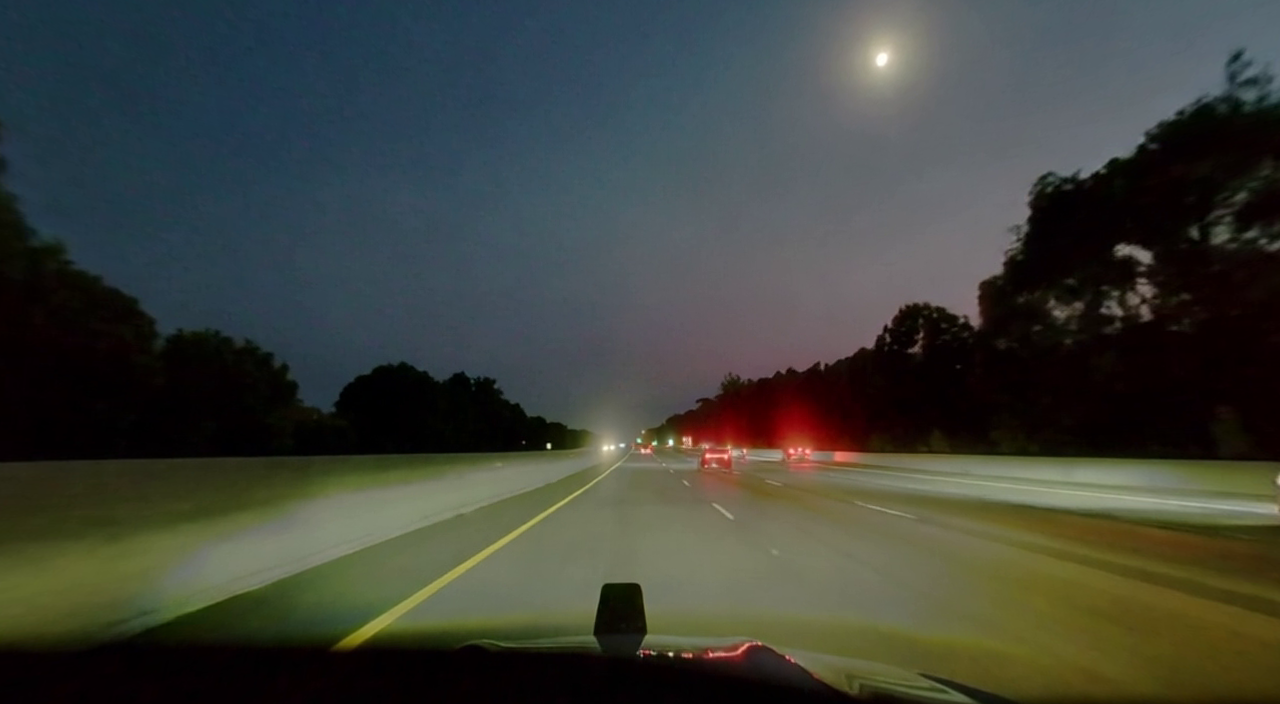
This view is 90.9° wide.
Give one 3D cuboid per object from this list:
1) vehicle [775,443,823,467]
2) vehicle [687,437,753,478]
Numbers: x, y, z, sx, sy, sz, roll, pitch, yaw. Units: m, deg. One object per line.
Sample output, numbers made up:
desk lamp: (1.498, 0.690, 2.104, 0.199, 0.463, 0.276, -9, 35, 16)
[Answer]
vehicle: (10.401, 6.760, 41.622, 1.970, 1.479, 4.480, 0, -9, -1)
vehicle: (3.453, 4.660, 28.029, 2.326, 1.644, 4.206, 0, -9, -1)
